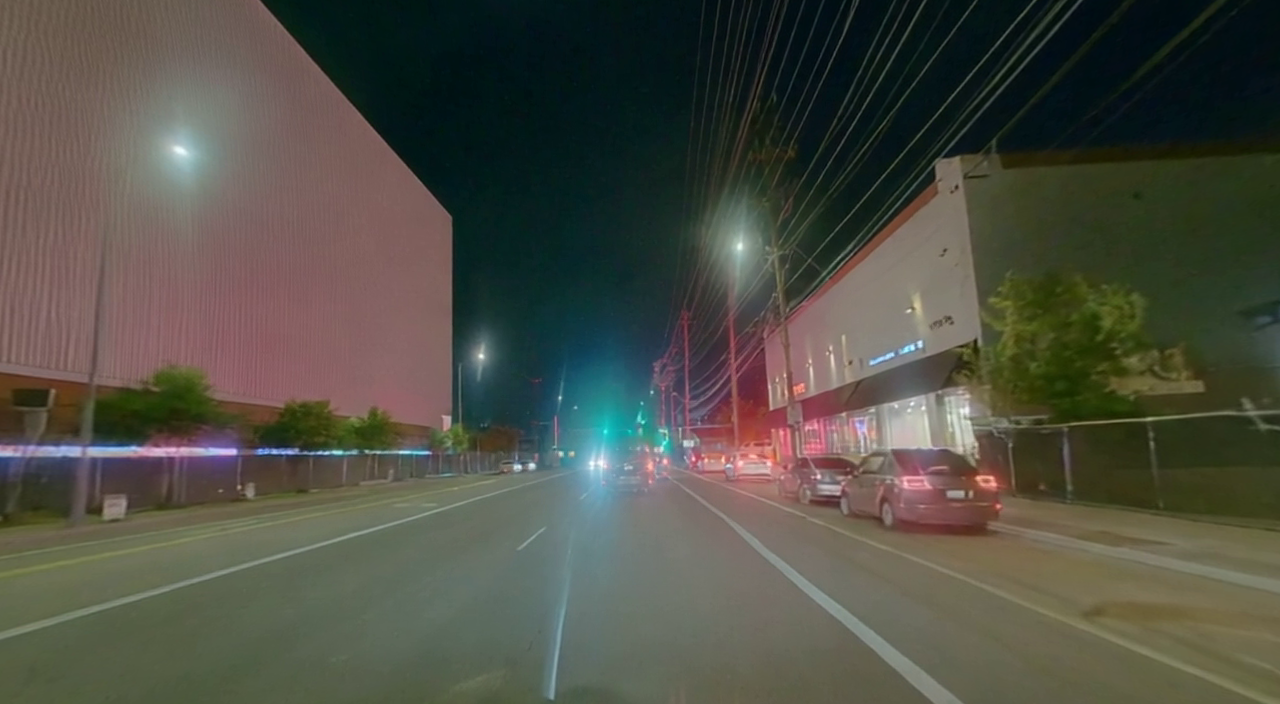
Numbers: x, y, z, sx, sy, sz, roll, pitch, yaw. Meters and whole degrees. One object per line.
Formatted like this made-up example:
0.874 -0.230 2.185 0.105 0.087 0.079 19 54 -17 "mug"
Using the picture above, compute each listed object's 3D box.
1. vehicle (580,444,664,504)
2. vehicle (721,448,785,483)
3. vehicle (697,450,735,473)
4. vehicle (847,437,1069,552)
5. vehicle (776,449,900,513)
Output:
-0.452 3.391 18.035 2.116 1.479 3.980 0 -8 0 "vehicle"
5.271 5.373 30.218 2.108 1.471 4.948 0 -8 -1 "vehicle"
5.195 7.545 43.668 1.987 1.459 4.677 0 -8 -1 "vehicle"
5.118 2.288 10.853 1.779 1.592 3.740 0 -8 -1 "vehicle"
4.996 3.287 16.632 1.761 1.413 4.272 0 -8 -2 "vehicle"
